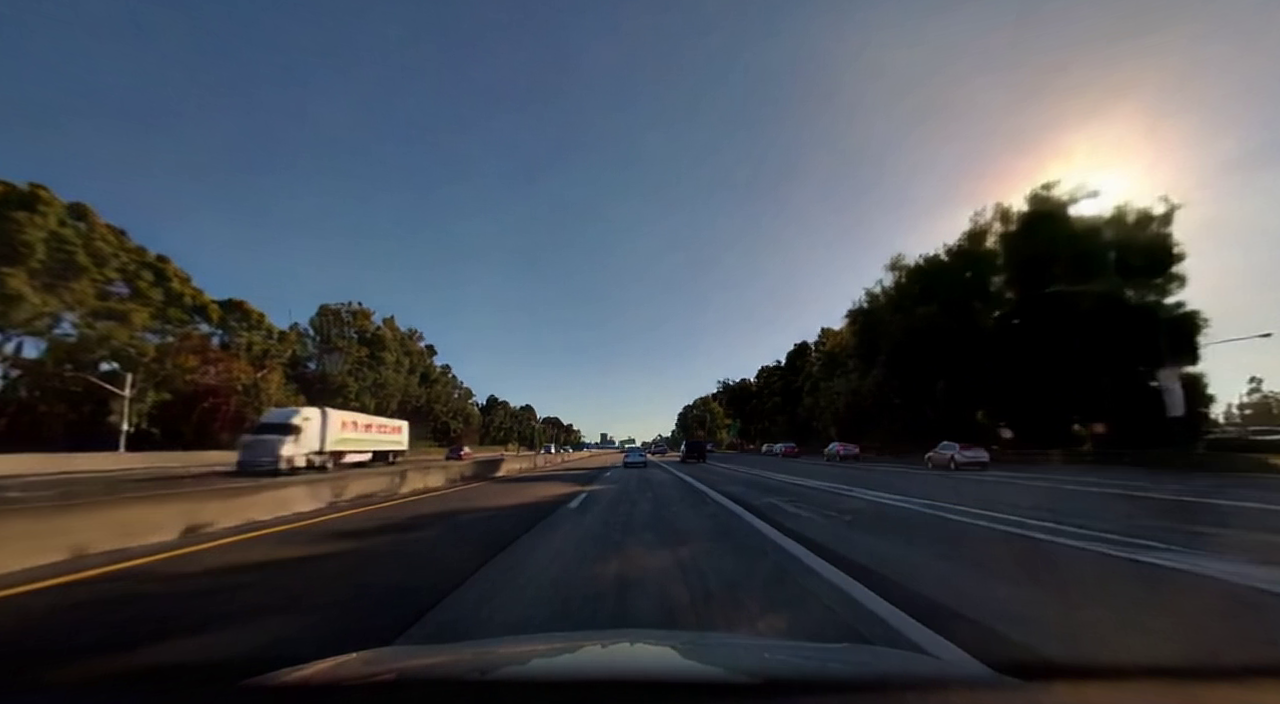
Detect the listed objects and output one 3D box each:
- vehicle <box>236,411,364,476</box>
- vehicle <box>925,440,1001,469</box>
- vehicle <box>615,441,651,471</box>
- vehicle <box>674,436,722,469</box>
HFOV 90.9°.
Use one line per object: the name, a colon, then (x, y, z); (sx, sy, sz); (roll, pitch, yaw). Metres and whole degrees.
vehicle: (-18.900, 5.230, 35.867); (2.928, 3.257, 7.814); (0, -9, -1)
vehicle: (17.210, 5.473, 33.900); (1.872, 1.459, 4.502); (-1, -8, 3)
vehicle: (-0.384, 6.393, 39.070); (2.105, 1.711, 4.293); (0, -9, 0)
vehicle: (3.755, 6.664, 41.913); (2.505, 2.020, 5.532); (0, -9, -1)
